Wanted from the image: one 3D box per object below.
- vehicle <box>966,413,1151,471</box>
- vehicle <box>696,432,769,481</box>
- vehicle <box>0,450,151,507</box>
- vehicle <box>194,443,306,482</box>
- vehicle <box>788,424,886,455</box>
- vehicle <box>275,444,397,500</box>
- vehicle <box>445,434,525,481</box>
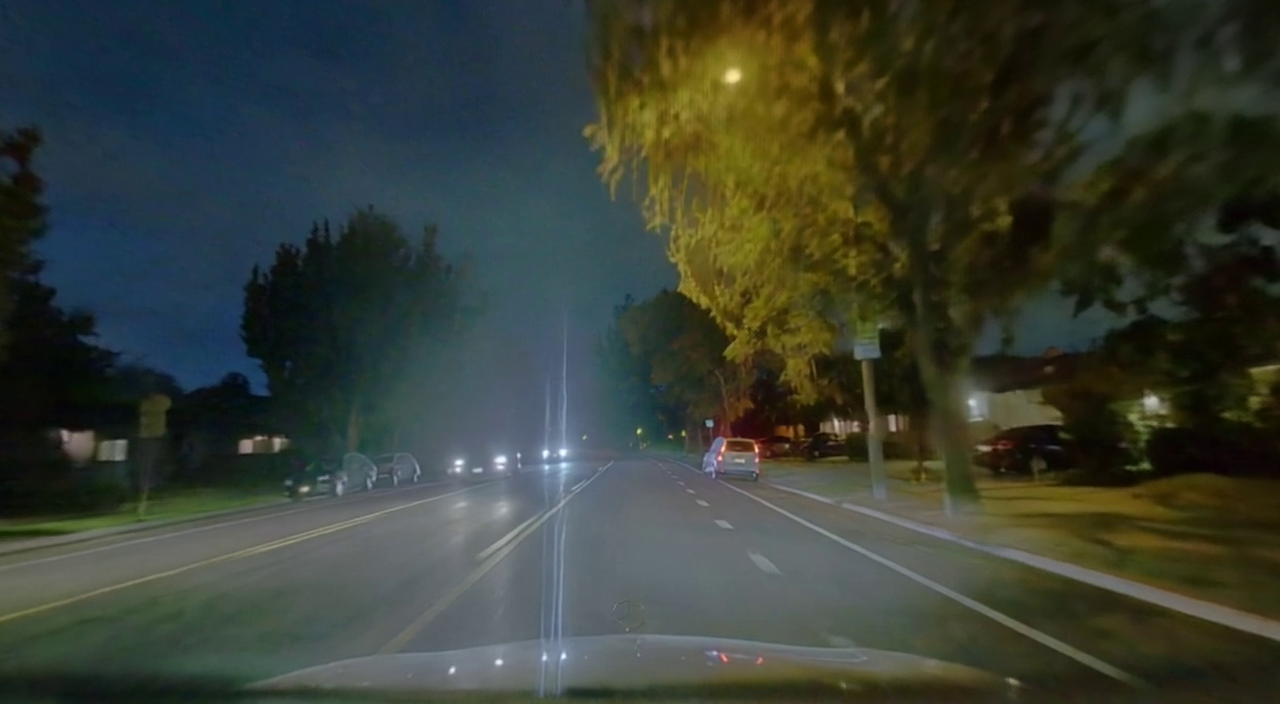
[{"bbox_3d":[13.023,2.831,19.900,4.360,1.692,2.011,0,-8,-1],"label":"vehicle"},{"bbox_3d":[3.689,4.276,26.263,2.176,1.793,5.534,0,-8,0],"label":"vehicle"},{"bbox_3d":[-18.840,4.047,20.515,4.179,1.700,2.105,0,-8,3],"label":"vehicle"},{"bbox_3d":[-20.218,5.726,32.887,4.398,1.902,2.043,0,-8,1],"label":"vehicle"},{"bbox_3d":[12.620,5.682,40.870,5.437,1.931,2.837,0,-8,1],"label":"vehicle"},{"bbox_3d":[-11.066,4.359,23.487,2.293,1.836,4.586,0,-8,-1],"label":"vehicle"},{"bbox_3d":[-6.686,4.597,27.892,2.294,1.831,5.199,0,-8,-1],"label":"vehicle"}]
